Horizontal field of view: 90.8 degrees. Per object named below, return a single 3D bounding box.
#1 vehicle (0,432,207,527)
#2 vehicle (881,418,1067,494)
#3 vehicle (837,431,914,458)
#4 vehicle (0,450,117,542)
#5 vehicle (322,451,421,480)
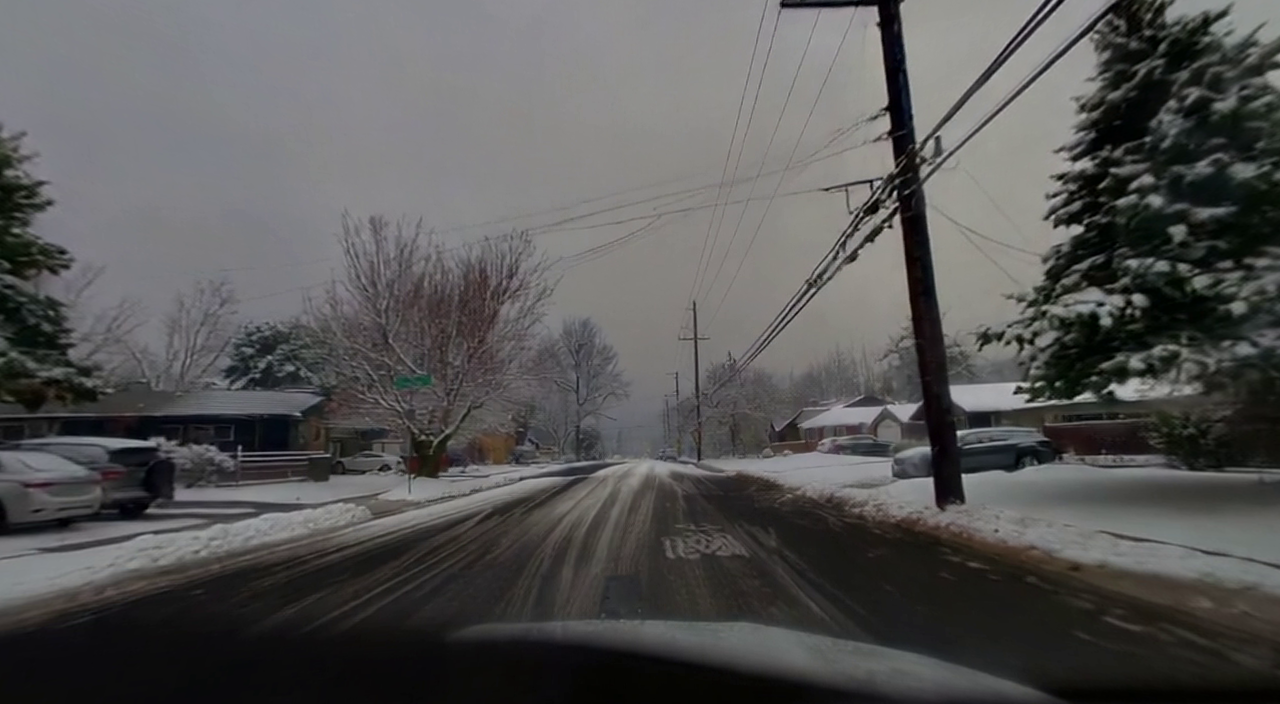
[{"bbox_3d":[-12.934,2.794,14.183,4.909,1.914,2.082,-1,-9,4],"label":"vehicle"},{"bbox_3d":[10.432,3.274,20.001,4.697,1.604,1.838,-8,-9,-3],"label":"vehicle"},{"bbox_3d":[16.404,6.500,44.192,4.562,1.832,1.987,0,-9,-1],"label":"vehicle"},{"bbox_3d":[-12.831,2.607,11.822,4.406,1.539,1.912,0,-9,2],"label":"vehicle"},{"bbox_3d":[-14.067,5.903,33.124,4.477,1.449,1.922,5,-10,-31],"label":"vehicle"}]
